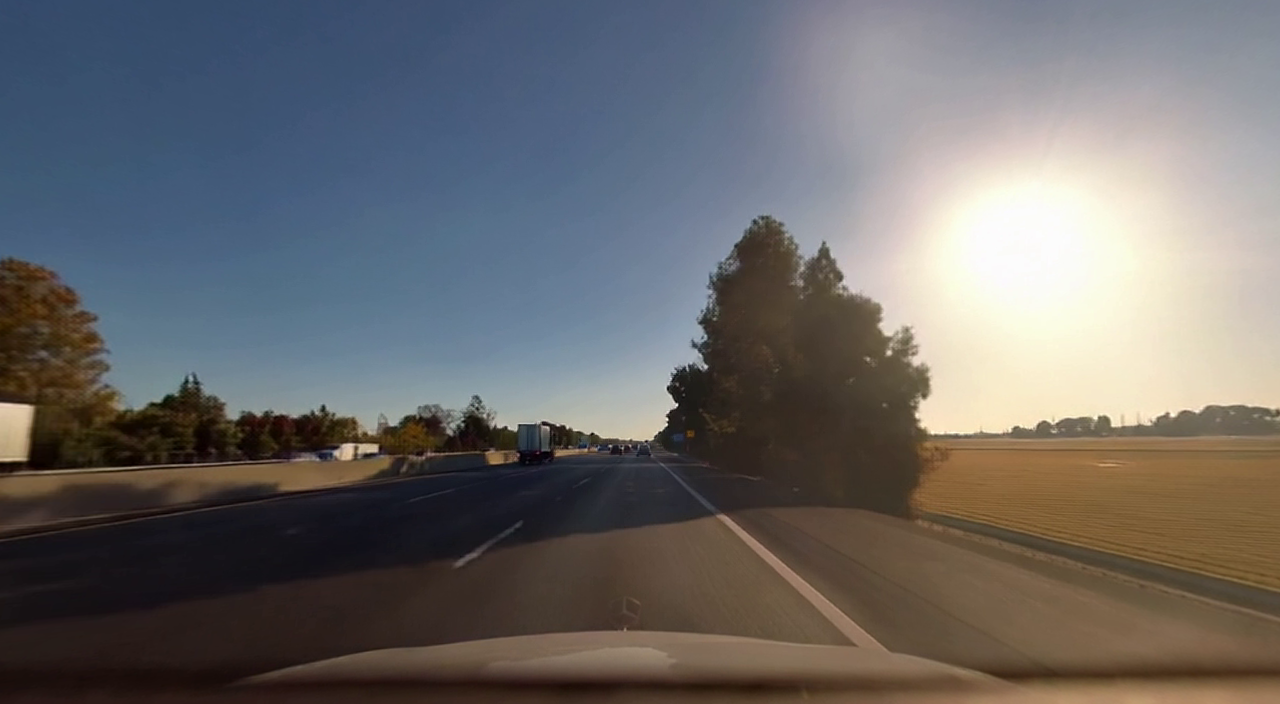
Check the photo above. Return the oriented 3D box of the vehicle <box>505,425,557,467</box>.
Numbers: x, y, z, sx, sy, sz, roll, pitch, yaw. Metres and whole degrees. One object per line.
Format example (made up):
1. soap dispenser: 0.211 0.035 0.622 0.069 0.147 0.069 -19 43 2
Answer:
1. vehicle: -7.470 6.542 43.784 2.444 2.685 5.893 0 -9 1
